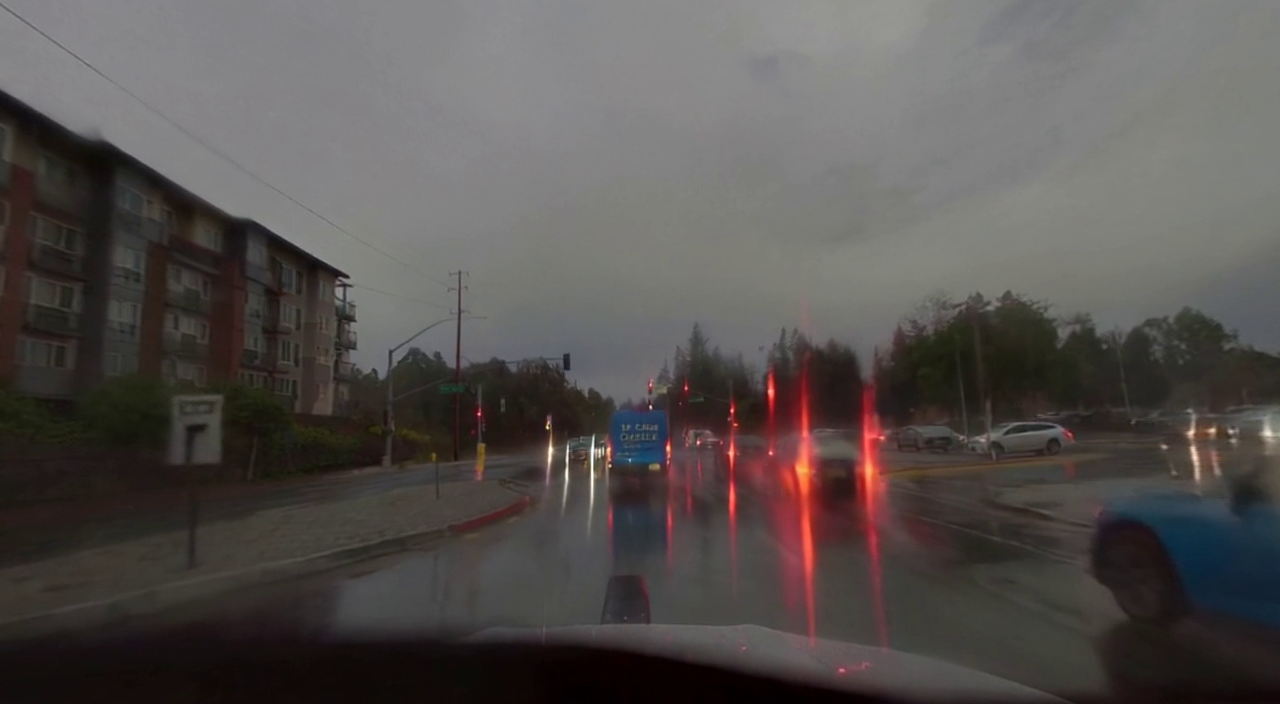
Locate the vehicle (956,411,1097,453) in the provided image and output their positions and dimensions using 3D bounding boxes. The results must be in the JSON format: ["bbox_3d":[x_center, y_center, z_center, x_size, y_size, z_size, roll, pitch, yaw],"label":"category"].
[{"bbox_3d":[16.998,3.564,27.918,4.842,1.792,1.963,-1,-8,2],"label":"vehicle"}]

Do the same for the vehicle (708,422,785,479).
[{"bbox_3d":[3.561,3.383,21.896,1.965,1.771,4.295,0,-8,0],"label":"vehicle"}]

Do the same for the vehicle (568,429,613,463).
[{"bbox_3d":[-2.732,5.326,35.667,2.203,1.786,4.249,0,-8,0],"label":"vehicle"}]

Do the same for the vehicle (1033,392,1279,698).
[{"bbox_3d":[4.150,0.877,2.589,1.967,1.506,4.968,0,-8,1],"label":"vehicle"}]

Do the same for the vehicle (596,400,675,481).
[{"bbox_3d":[-0.038,3.082,21.965,2.422,2.488,4.992,-1,-8,3],"label":"vehicle"}]

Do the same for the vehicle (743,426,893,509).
[{"bbox_3d":[3.569,2.405,13.639,1.951,1.483,4.582,0,-8,1],"label":"vehicle"}]
